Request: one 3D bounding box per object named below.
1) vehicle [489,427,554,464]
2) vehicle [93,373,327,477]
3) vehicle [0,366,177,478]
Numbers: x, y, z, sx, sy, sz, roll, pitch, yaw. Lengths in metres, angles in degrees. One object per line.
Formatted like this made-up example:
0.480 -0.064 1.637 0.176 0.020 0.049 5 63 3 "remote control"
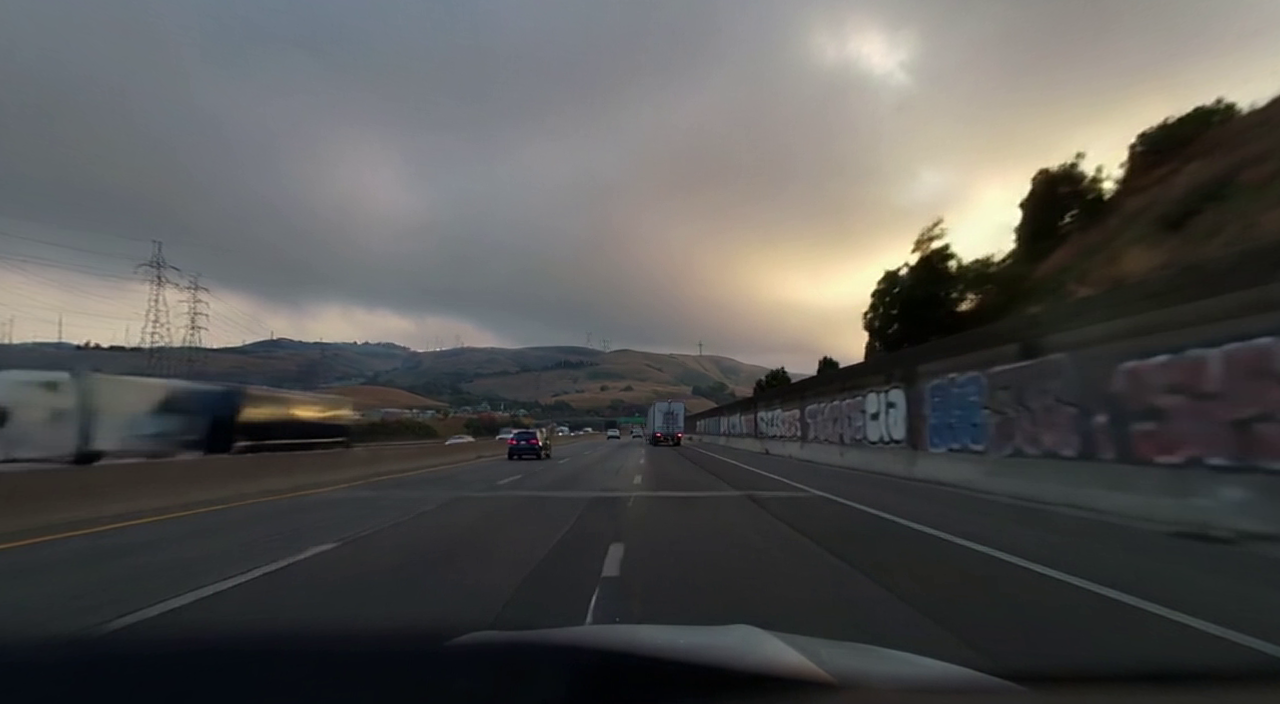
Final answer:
-5.219 4.166 28.322 1.965 1.486 4.448 0 -8 1 "vehicle"
-13.484 2.443 20.725 2.567 2.823 7.062 0 -8 1 "vehicle"
-21.017 2.641 23.377 2.982 3.628 5.869 0 -8 0 "vehicle"
